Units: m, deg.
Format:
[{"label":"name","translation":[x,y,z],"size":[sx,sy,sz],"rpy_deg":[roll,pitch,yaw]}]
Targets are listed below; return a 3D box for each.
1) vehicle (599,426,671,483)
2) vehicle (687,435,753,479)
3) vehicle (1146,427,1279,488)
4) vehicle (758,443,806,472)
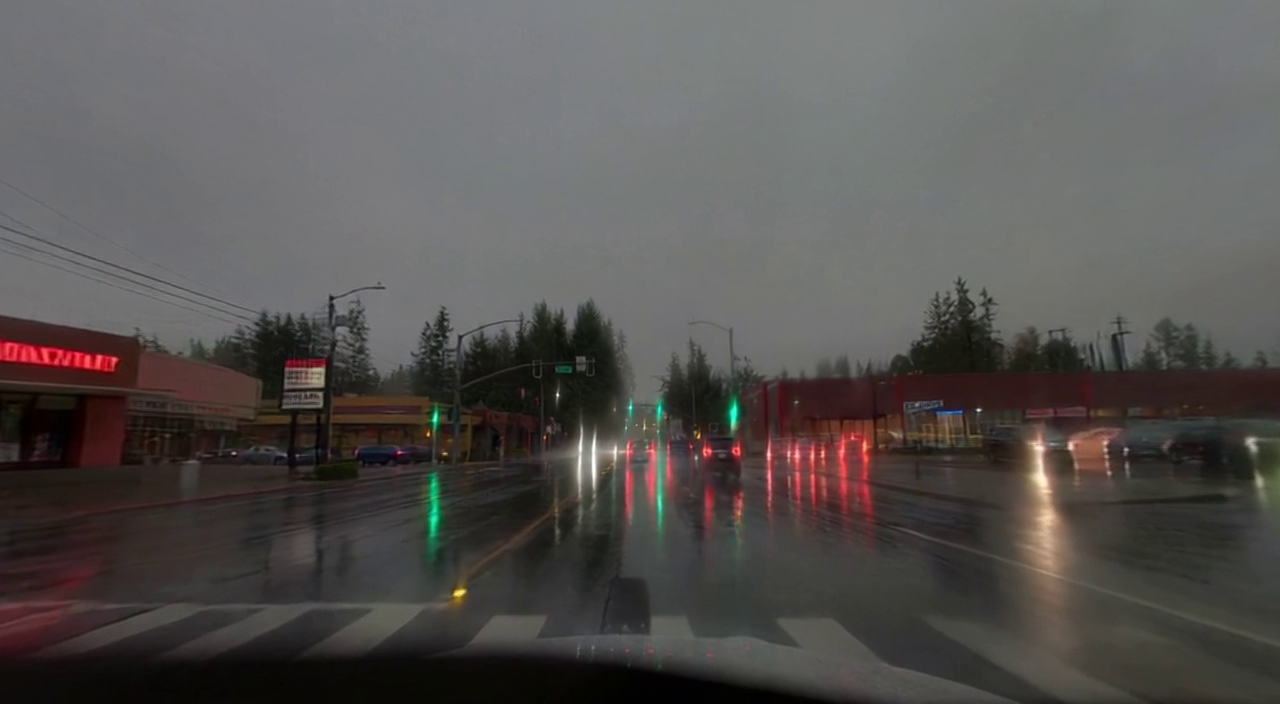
[{"label":"vehicle","translation":[-0.188,4.167,25.883],"size":[2.638,2.065,5.313],"rpy_deg":[0,-8,0]},{"label":"vehicle","translation":[3.453,4.659,28.204],"size":[2.276,1.787,4.630],"rpy_deg":[0,-8,-1]},{"label":"vehicle","translation":[16.567,2.868,17.294],"size":[3.880,1.538,1.862],"rpy_deg":[1,-8,-8]},{"label":"vehicle","translation":[7.437,5.539,33.413],"size":[2.002,1.427,4.436],"rpy_deg":[-1,-8,7]}]
